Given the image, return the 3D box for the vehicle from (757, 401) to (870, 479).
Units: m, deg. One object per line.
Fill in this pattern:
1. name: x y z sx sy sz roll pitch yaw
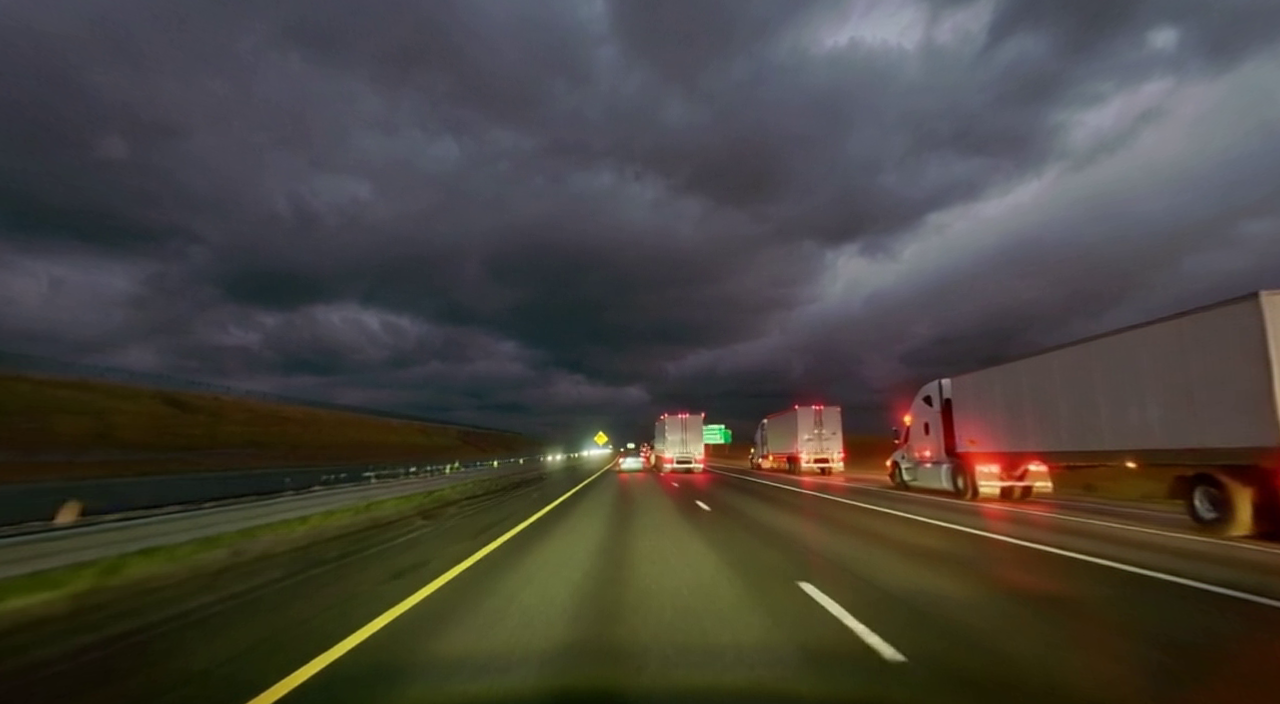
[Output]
1. vehicle: 10.510 5.770 40.551 2.854 4.112 14.088 0 -9 -2

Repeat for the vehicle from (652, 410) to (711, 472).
1. vehicle: 2.768 6.873 47.836 2.986 3.916 15.375 0 -9 -2

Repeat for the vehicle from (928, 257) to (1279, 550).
1. vehicle: 10.607 1.408 13.299 2.830 4.100 13.915 0 -9 1

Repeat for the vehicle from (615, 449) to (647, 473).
1. vehicle: -0.602 6.950 40.380 1.927 1.437 3.794 0 -9 -2
